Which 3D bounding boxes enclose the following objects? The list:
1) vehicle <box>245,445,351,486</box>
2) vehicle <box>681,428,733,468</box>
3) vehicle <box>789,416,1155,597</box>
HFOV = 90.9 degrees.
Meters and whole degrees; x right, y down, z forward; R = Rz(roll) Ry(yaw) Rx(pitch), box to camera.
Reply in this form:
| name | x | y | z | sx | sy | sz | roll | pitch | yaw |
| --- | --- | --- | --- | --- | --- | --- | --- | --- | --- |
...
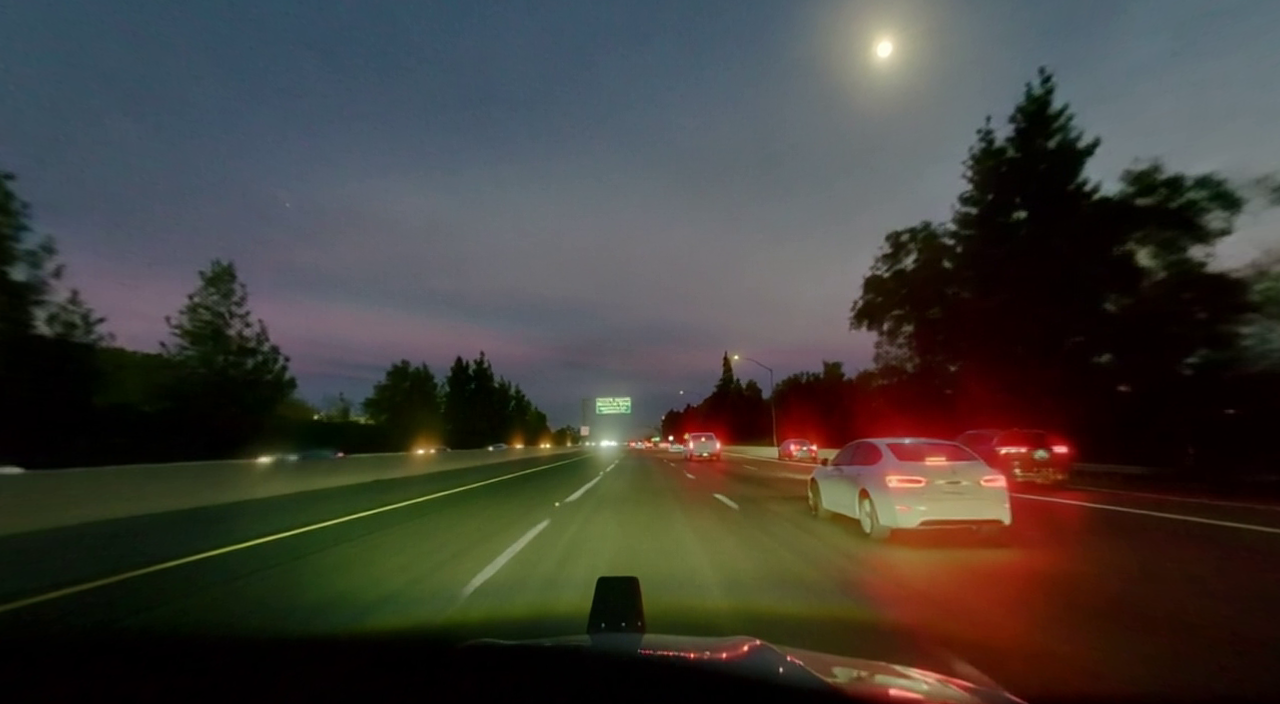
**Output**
| name | x | y | z | sx | sy | sz | roll | pitch | yaw |
| --- | --- | --- | --- | --- | --- | --- | --- | --- | --- |
| vehicle | -13.978 | 4.627 | 26.117 | 1.798 | 1.486 | 4.486 | -1 | -8 | 1 |
| vehicle | 3.570 | 5.284 | 34.809 | 2.218 | 1.964 | 5.662 | 0 | -8 | -1 |
| vehicle | 3.422 | 1.671 | 7.842 | 1.978 | 1.535 | 4.705 | 0 | -8 | 0 |
